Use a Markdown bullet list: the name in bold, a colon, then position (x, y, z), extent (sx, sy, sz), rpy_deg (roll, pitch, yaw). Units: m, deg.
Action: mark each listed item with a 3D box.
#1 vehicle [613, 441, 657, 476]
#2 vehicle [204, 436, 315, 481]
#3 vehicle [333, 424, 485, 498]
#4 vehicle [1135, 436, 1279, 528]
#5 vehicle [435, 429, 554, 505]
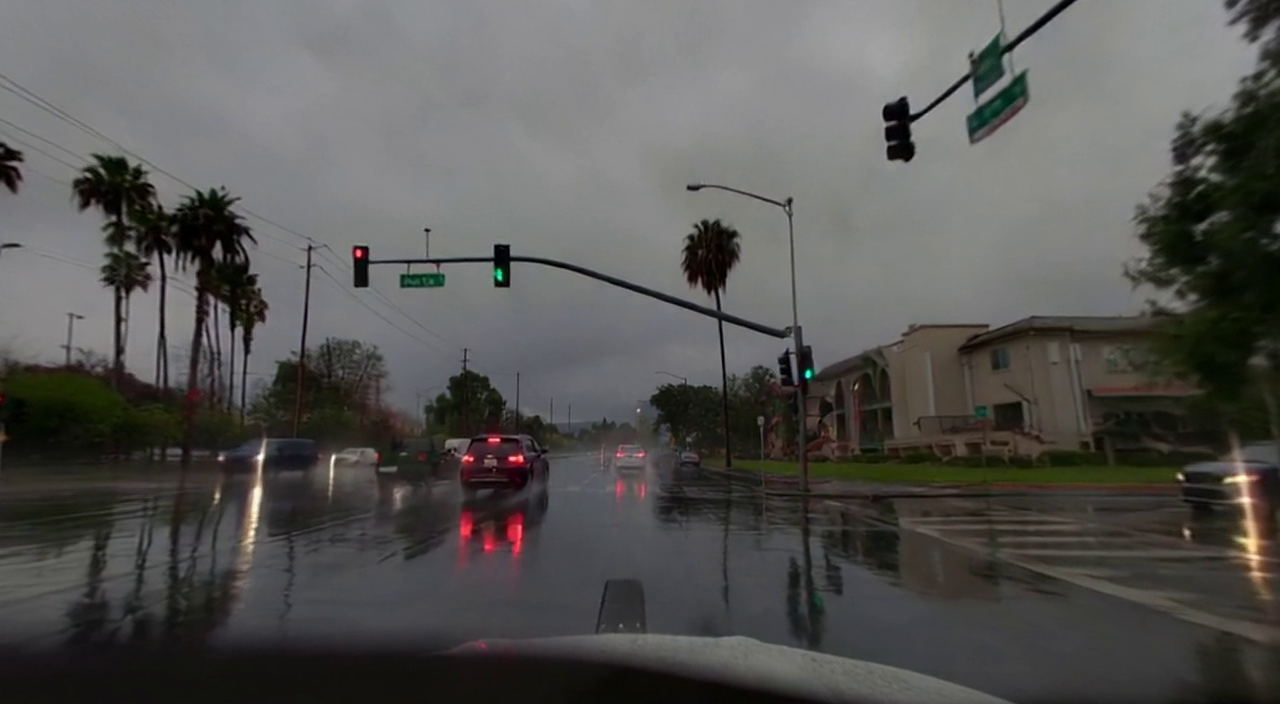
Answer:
- **vehicle**: position (-0.291, 5.841, 34.695), extent (2.280, 1.803, 4.240), rpy_deg (0, -9, -1)
- **vehicle**: position (-17.821, 4.995, 29.893), extent (2.021, 1.917, 5.144), rpy_deg (0, -9, 0)
- **vehicle**: position (-7.219, 3.499, 20.711), extent (2.457, 2.010, 6.330), rpy_deg (0, -9, 1)
- **vehicle**: position (12.224, 2.319, 11.471), extent (4.649, 1.496, 2.061), rpy_deg (0, -9, 0)
- **vehicle**: position (-3.826, 3.120, 17.469), extent (2.116, 1.806, 4.516), rpy_deg (0, -9, 1)
